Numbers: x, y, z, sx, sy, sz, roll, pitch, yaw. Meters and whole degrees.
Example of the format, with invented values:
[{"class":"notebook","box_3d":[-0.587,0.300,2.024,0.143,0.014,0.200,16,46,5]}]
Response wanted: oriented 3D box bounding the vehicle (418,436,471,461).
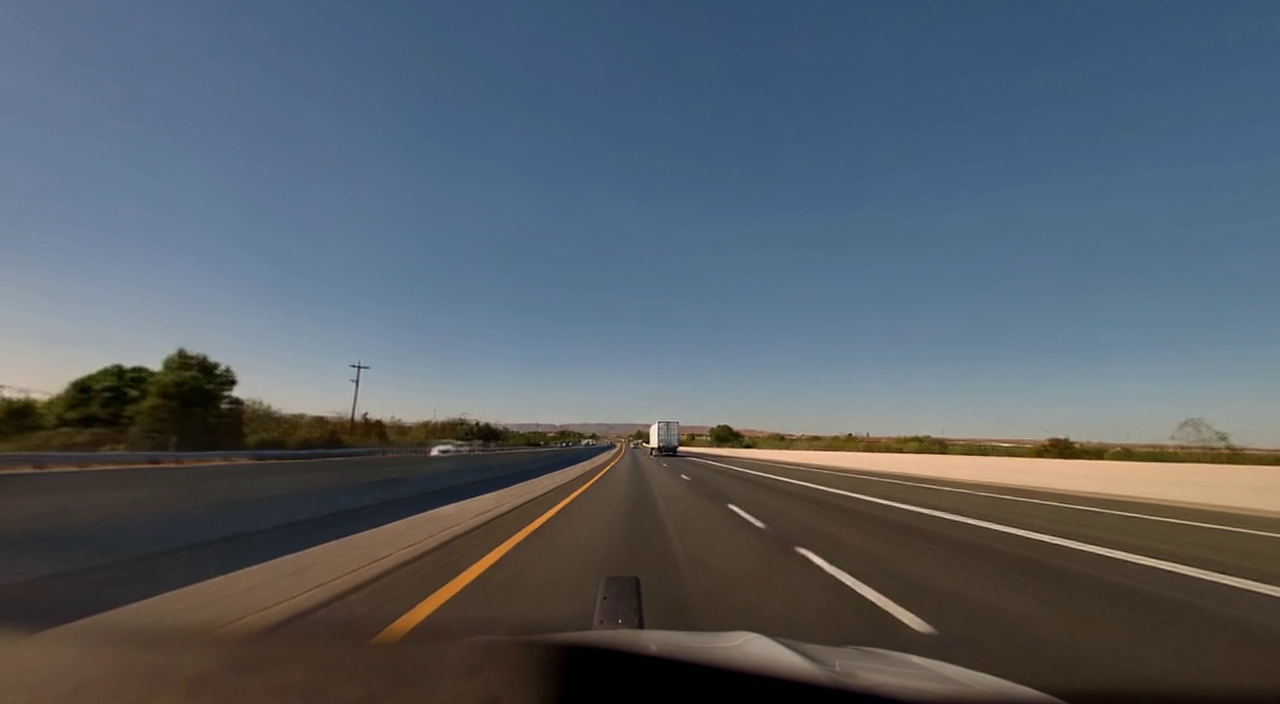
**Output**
[{"class":"vehicle","box_3d":[-12.829,6.381,41.518,1.985,1.509,4.745,0,-9,0]}]
